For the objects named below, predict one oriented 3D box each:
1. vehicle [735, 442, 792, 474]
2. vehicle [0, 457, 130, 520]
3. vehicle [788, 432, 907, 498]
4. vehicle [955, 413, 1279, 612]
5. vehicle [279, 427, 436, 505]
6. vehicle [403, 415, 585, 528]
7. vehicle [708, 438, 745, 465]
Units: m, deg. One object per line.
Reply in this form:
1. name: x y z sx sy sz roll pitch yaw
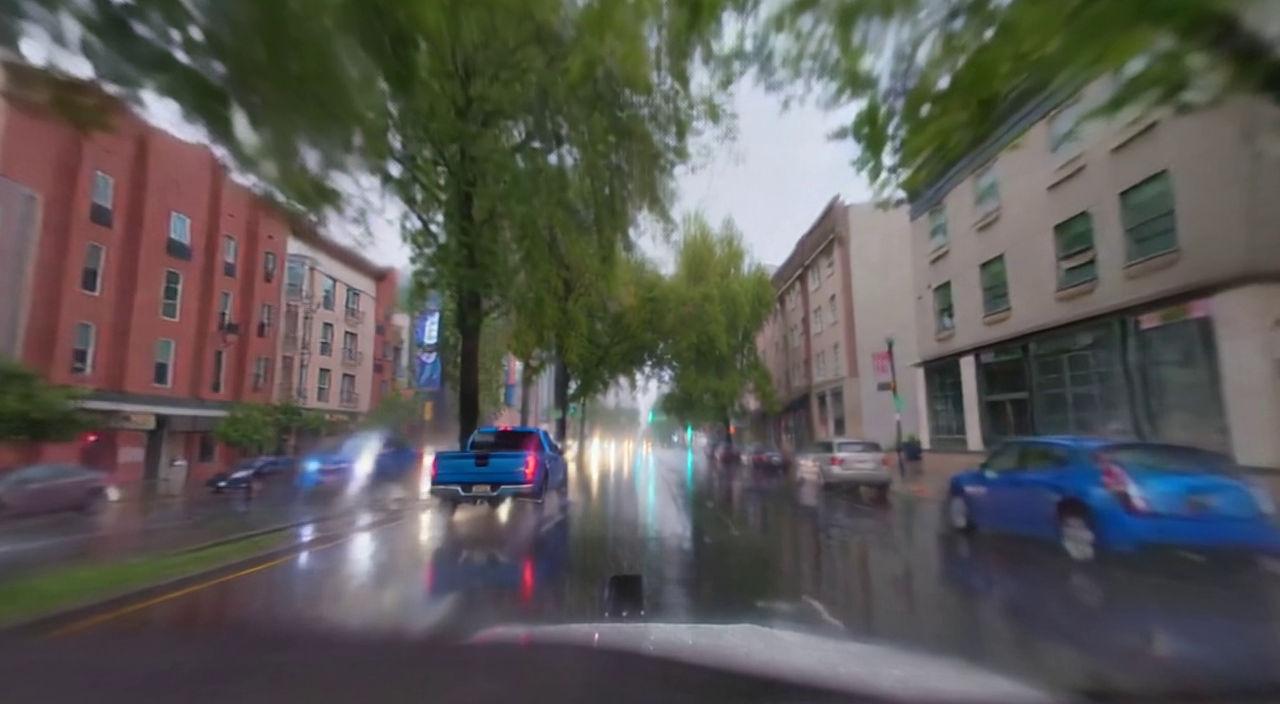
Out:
1. vehicle: 6.284 5.443 32.541 1.988 1.514 3.962 0 -9 -2
2. vehicle: -16.214 3.525 16.538 1.814 1.445 4.566 0 -9 1
3. vehicle: 6.095 3.376 19.213 2.018 1.743 4.529 0 -9 -1
4. vehicle: 6.049 1.729 7.800 1.928 1.679 4.716 0 -9 1
5. vehicle: -7.270 2.977 16.871 2.087 1.779 4.456 0 -9 0
6. vehicle: -2.574 2.322 12.808 2.197 1.786 5.365 -1 -9 3
7. vehicle: 6.264 7.272 45.969 2.043 1.841 4.842 0 -9 0
